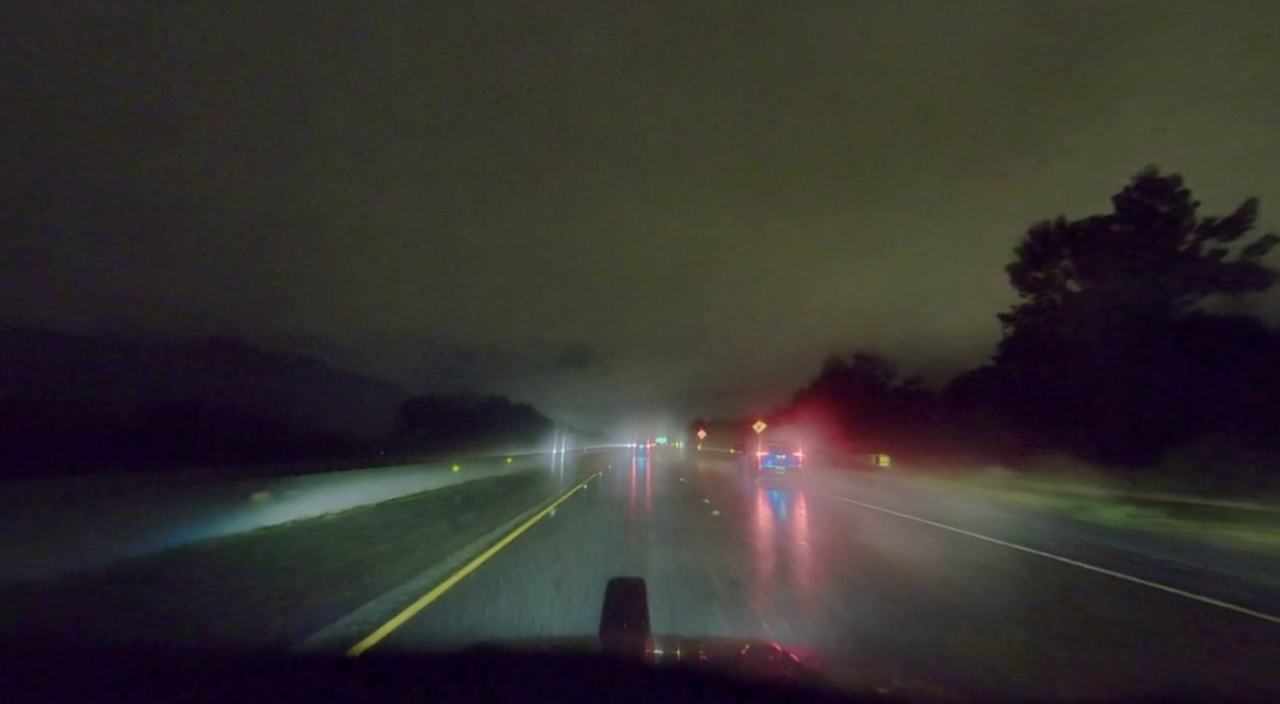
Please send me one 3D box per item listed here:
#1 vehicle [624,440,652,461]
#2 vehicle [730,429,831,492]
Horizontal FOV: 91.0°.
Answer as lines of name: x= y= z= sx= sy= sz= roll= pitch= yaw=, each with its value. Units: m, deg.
vehicle: x=-0.112 y=7.404 z=47.391 sx=2.009 sy=1.554 sz=4.013 roll=0 pitch=-8 yaw=1
vehicle: x=3.921 y=3.104 z=18.300 sx=2.037 sy=1.609 sz=4.036 roll=0 pitch=-8 yaw=1
